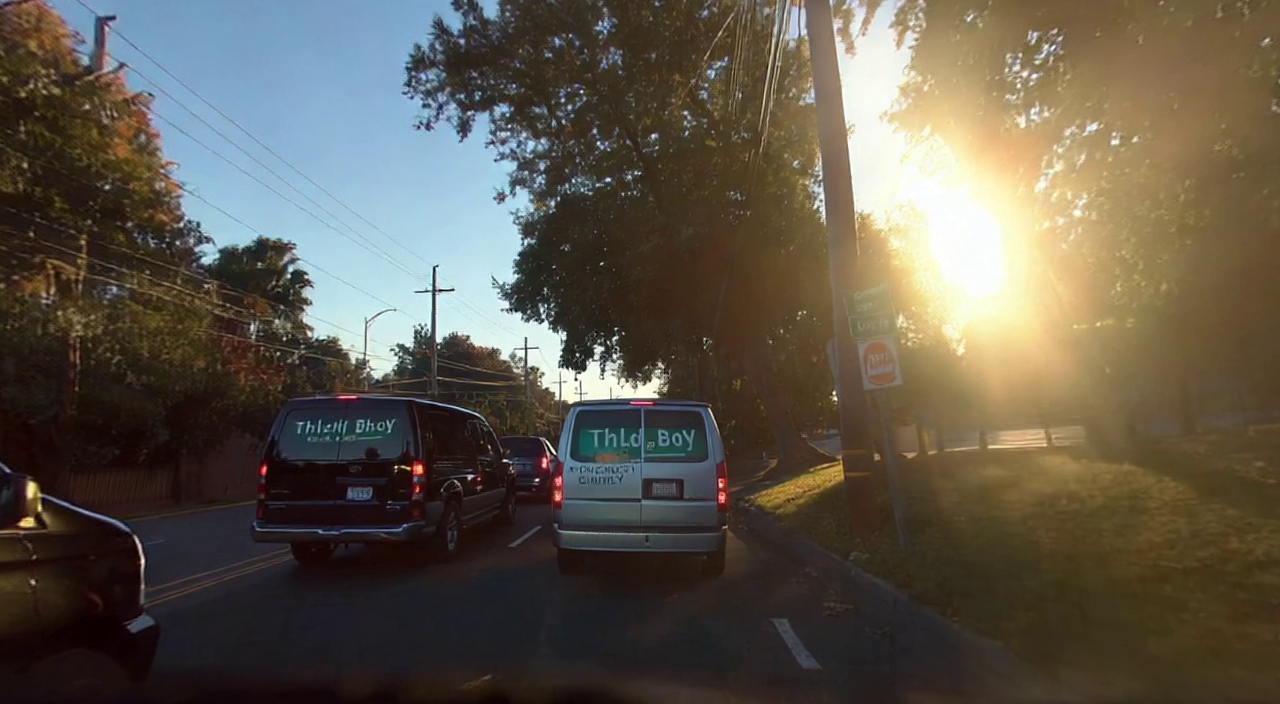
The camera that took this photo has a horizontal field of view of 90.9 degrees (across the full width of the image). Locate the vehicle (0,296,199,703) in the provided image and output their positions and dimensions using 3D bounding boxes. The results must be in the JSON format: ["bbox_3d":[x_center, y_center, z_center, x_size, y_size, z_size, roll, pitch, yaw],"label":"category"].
[{"bbox_3d":[-3.110,0.484,0.240,2.160,1.796,4.997,0,-8,1],"label":"vehicle"}]

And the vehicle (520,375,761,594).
[{"bbox_3d":[0.110,1.468,7.688,2.117,1.911,4.095,-1,-8,3],"label":"vehicle"}]

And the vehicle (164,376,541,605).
[{"bbox_3d":[-2.752,1.481,7.619,2.109,1.851,4.749,-1,-8,3],"label":"vehicle"}]
